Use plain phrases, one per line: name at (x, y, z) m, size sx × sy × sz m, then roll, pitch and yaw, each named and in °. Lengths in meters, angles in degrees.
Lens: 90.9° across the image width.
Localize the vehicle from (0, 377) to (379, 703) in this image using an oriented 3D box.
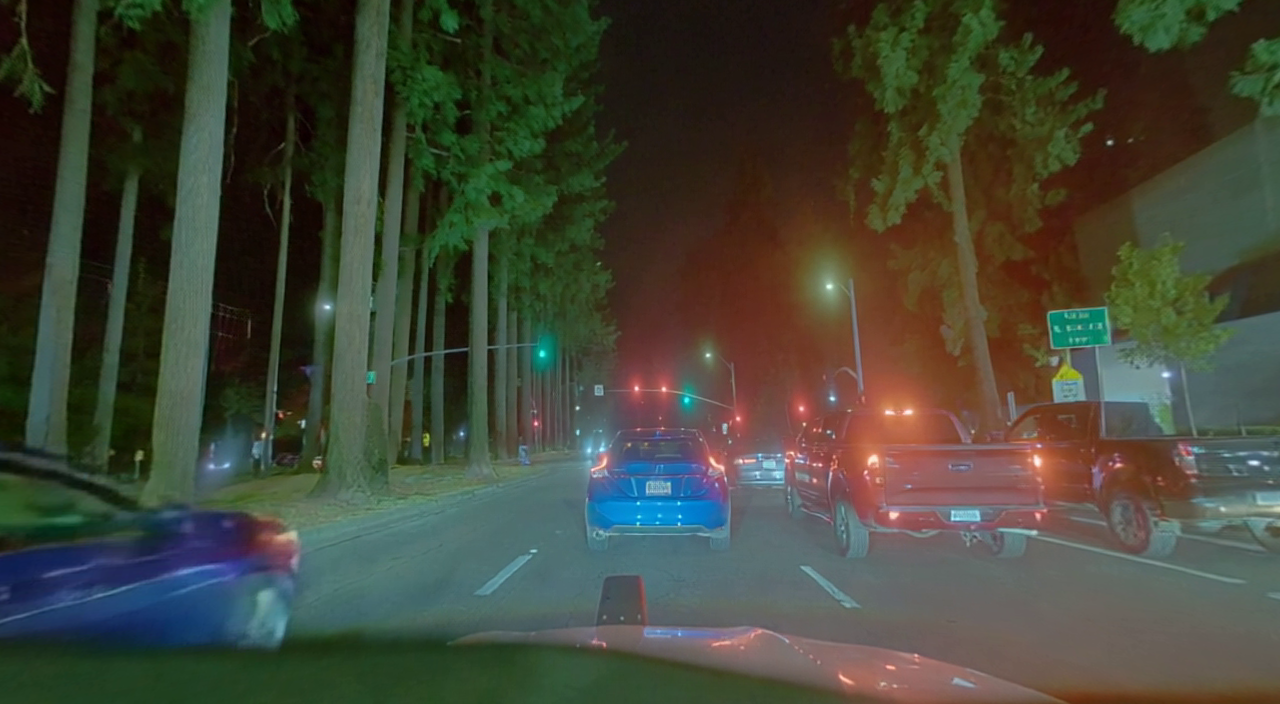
vehicle at (-2.948, 0.825, 1.799) m, size 2.133 × 1.496 × 5.150 m, roll 0°, pitch -8°, yaw 1°

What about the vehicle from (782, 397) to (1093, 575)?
vehicle at (3.393, 1.629, 8.376) m, size 2.099 × 1.725 × 4.290 m, roll 0°, pitch -8°, yaw 1°

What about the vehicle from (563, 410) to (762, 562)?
vehicle at (0.253, 1.769, 8.978) m, size 2.168 × 1.641 × 4.039 m, roll 0°, pitch -8°, yaw 0°
